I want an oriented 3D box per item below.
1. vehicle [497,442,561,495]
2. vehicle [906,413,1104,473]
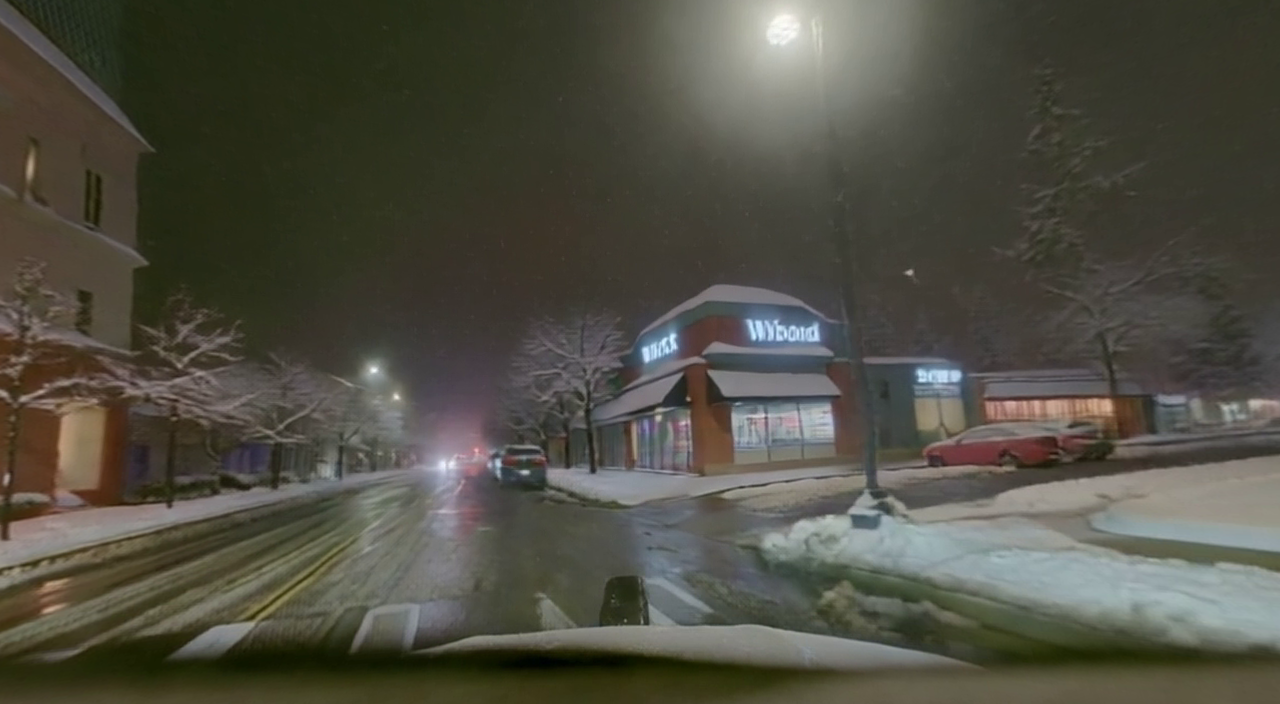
[{"bbox_3d":[-4.932,5.031,27.512,2.150,2.013,4.748,1,-9,-17],"label":"vehicle"},{"bbox_3d":[11.079,2.889,19.508,1.869,1.618,4.814,6,-12,-40],"label":"vehicle"}]
